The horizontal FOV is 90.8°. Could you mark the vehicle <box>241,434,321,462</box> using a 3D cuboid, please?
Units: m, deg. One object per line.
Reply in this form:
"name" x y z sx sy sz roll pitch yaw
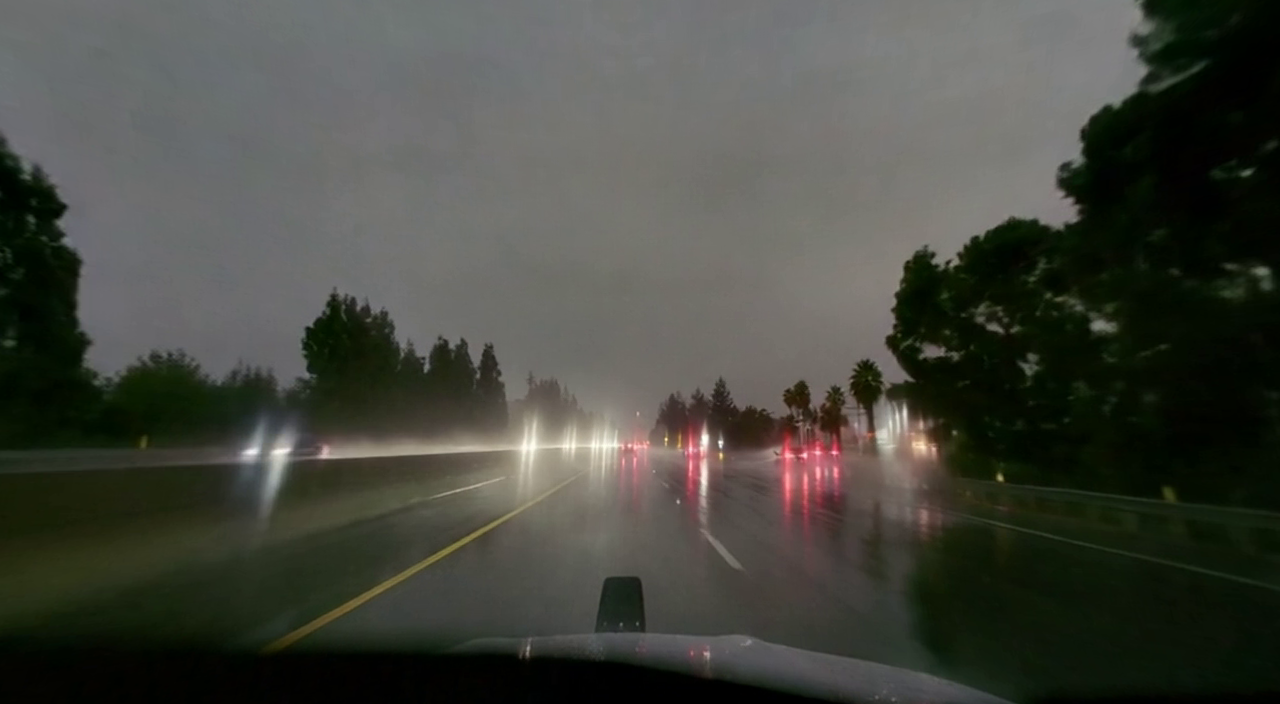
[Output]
"vehicle" -20.221 5.435 35.804 1.917 1.503 4.480 0 -8 0
